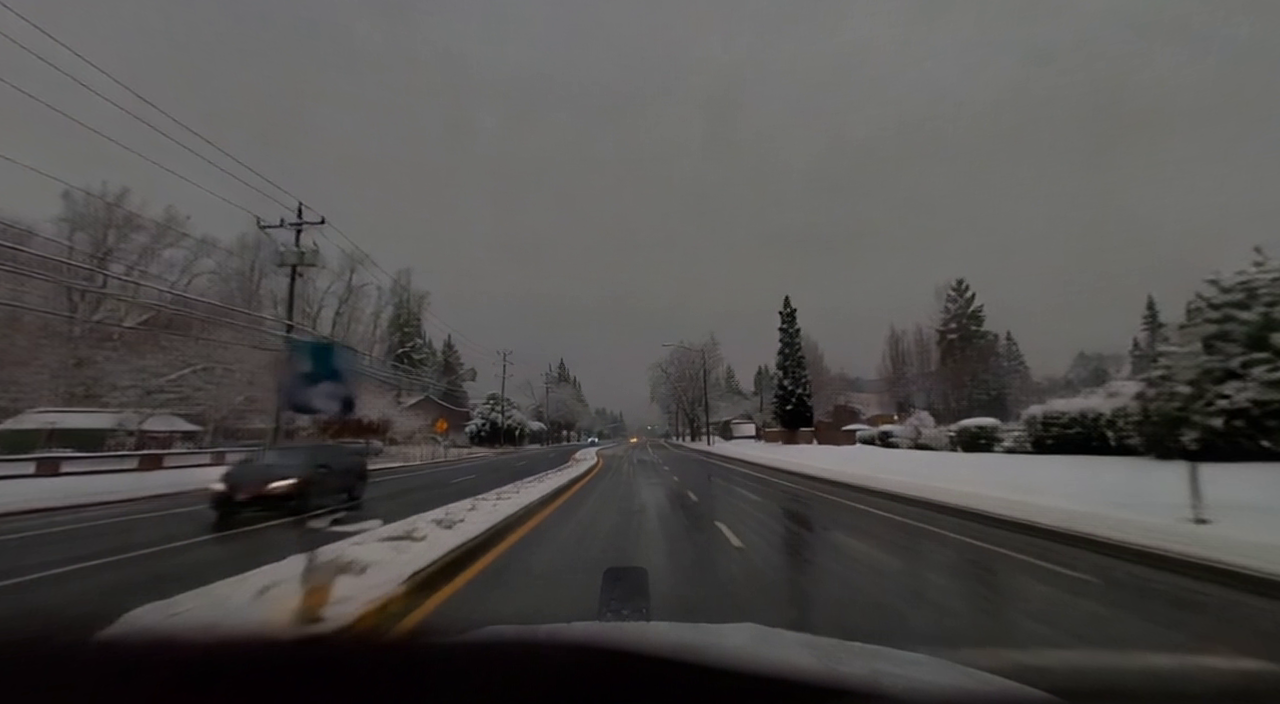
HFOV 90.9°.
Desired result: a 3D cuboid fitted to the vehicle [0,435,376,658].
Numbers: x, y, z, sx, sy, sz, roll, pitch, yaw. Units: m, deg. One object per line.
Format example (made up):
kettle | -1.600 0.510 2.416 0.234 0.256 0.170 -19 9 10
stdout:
vehicle | -5.124 1.757 7.268 1.948 1.471 5.408 2 -7 -2
